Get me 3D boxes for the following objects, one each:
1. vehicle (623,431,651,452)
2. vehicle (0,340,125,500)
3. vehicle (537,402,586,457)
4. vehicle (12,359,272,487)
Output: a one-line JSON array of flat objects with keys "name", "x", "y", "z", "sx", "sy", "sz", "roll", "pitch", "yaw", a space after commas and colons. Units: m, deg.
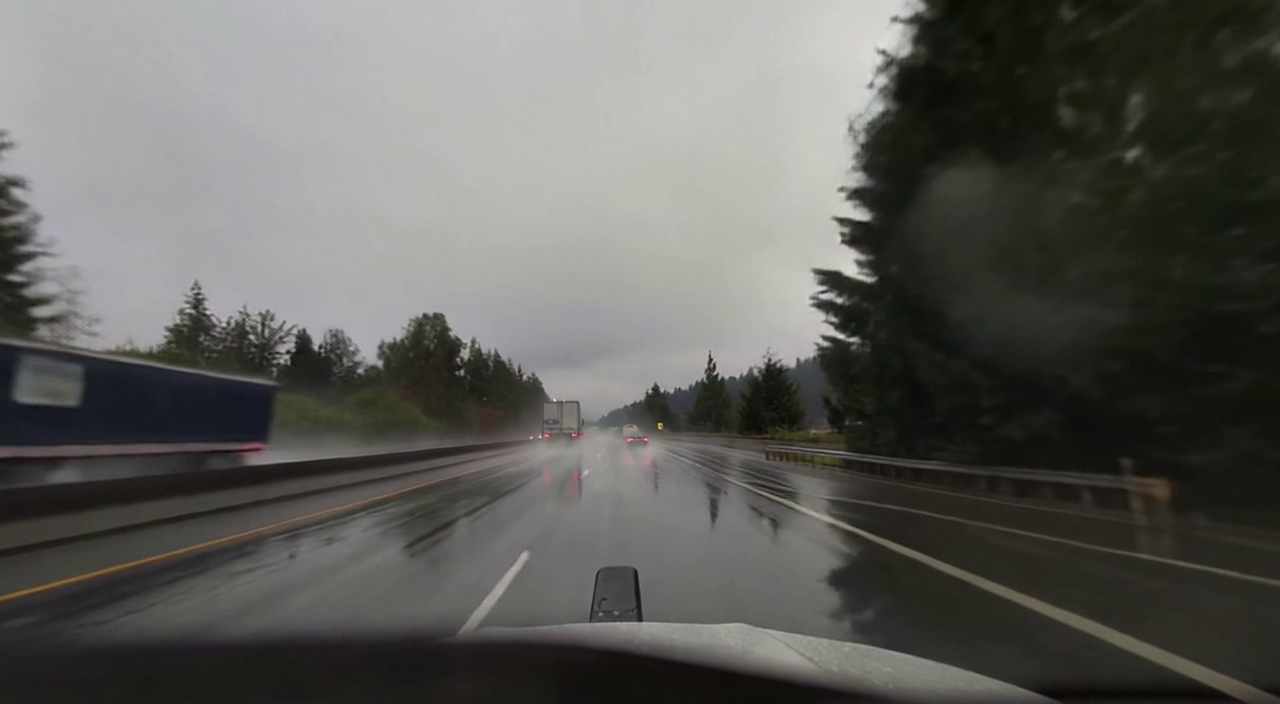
[{"name": "vehicle", "x": -0.290, "y": 6.788, "z": 47.875, "sx": 1.988, "sy": 1.472, "sz": 3.716, "roll": 0, "pitch": -8, "yaw": -3}, {"name": "vehicle", "x": -16.627, "y": 1.404, "z": 13.272, "sx": 2.992, "sy": 3.780, "sz": 10.447, "roll": 0, "pitch": -8, "yaw": -3}, {"name": "vehicle", "x": -4.736, "y": 4.854, "z": 39.029, "sx": 2.450, "sy": 3.098, "sz": 6.965, "roll": 0, "pitch": -8, "yaw": -2}, {"name": "vehicle", "x": -17.130, "y": 2.624, "z": 22.754, "sx": 2.846, "sy": 3.773, "sz": 8.228, "roll": 0, "pitch": -8, "yaw": -3}]
